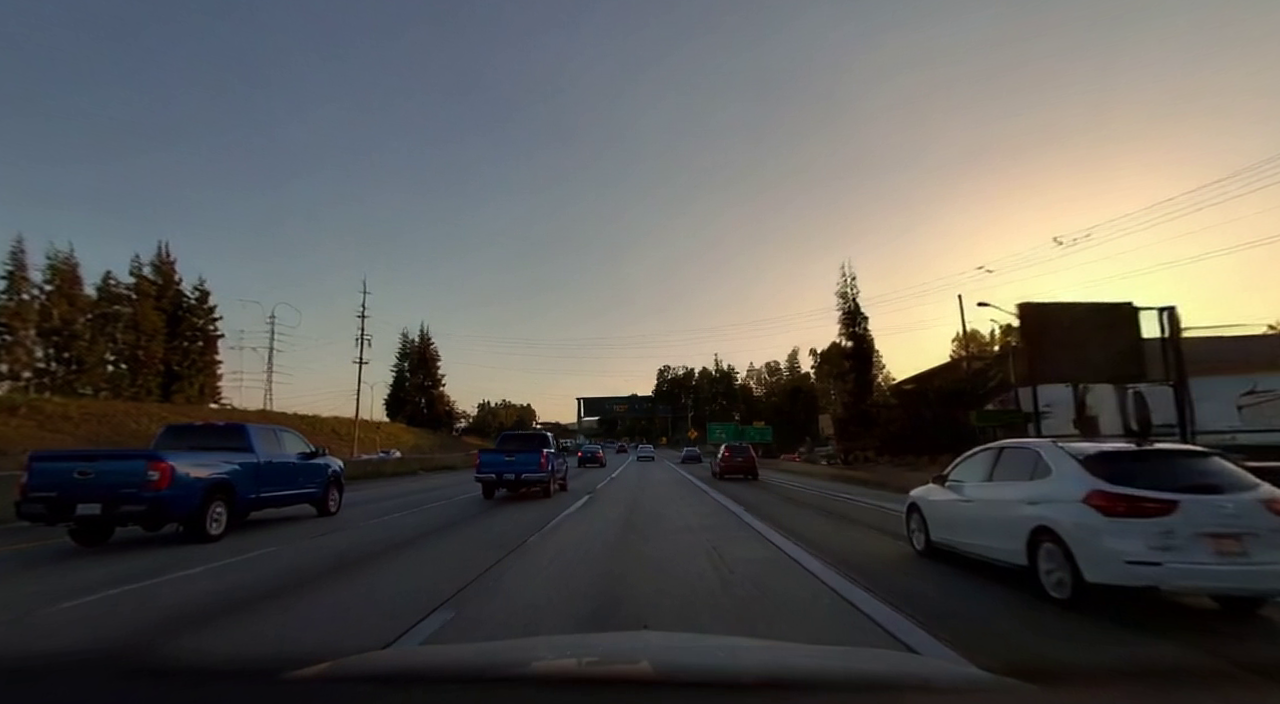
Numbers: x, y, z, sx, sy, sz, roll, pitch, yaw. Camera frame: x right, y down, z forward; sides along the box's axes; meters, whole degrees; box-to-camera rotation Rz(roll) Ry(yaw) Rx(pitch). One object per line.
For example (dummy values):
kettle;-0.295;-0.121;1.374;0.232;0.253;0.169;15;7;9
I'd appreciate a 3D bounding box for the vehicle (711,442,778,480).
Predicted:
vehicle;4.409;4.649;27.253;2.072;1.456;4.537;0;-8;-1

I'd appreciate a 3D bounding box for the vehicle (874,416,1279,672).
vehicle;4.145;1.466;6.030;2.111;1.498;4.466;0;-8;0

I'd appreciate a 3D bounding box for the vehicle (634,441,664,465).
vehicle;0.657;7.393;46.312;2.080;1.682;4.150;0;-8;0

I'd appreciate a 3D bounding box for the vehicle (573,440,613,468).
vehicle;-3.048;6.754;42.035;2.209;1.714;4.576;0;-8;1

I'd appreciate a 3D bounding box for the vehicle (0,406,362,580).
vehicle;-6.487;1.855;9.251;2.428;1.812;5.131;0;-8;1

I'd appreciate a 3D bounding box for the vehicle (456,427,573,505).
vehicle;-3.126;2.958;16.812;2.146;1.775;4.553;0;-8;1
